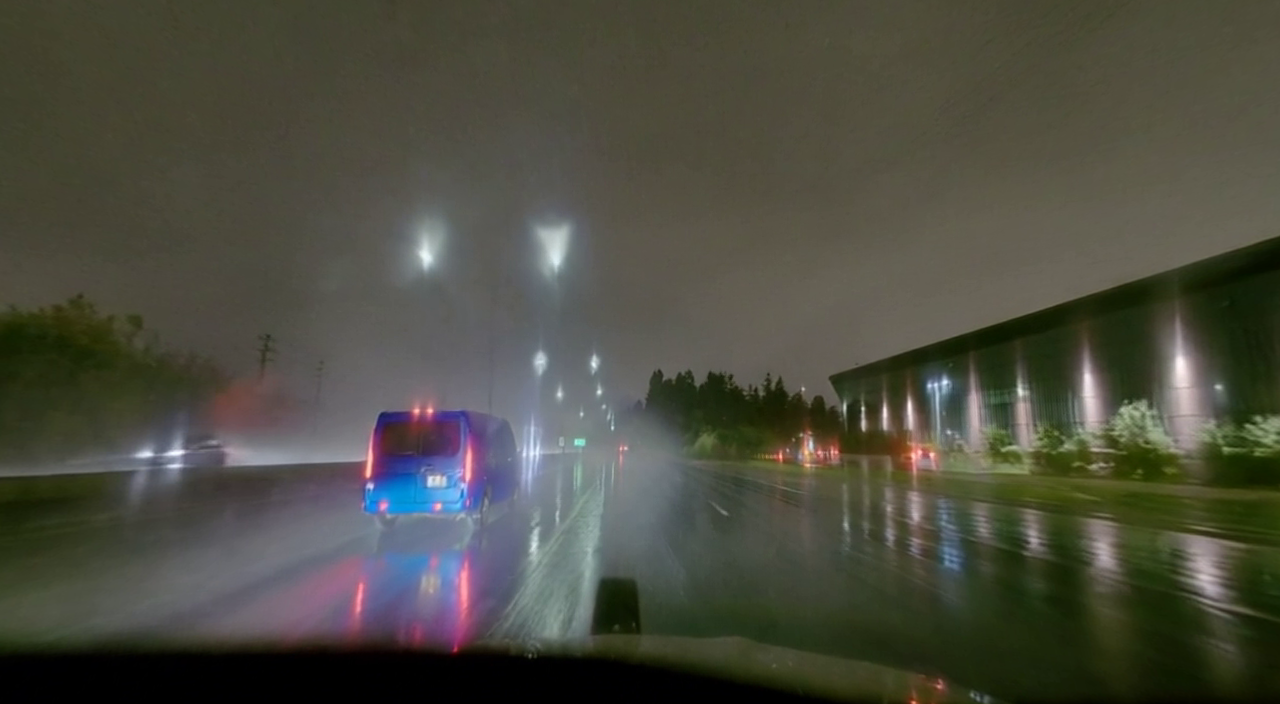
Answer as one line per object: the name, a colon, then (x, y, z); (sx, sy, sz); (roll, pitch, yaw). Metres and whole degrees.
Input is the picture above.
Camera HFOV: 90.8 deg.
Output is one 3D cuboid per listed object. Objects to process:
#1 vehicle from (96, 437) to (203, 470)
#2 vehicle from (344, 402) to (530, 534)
vehicle: (-24.140, 5.005, 31.303); (1.764, 1.495, 4.428); (0, -9, -1)
vehicle: (-3.472, 2.105, 11.905); (2.046, 1.982, 4.465); (0, -9, -1)
